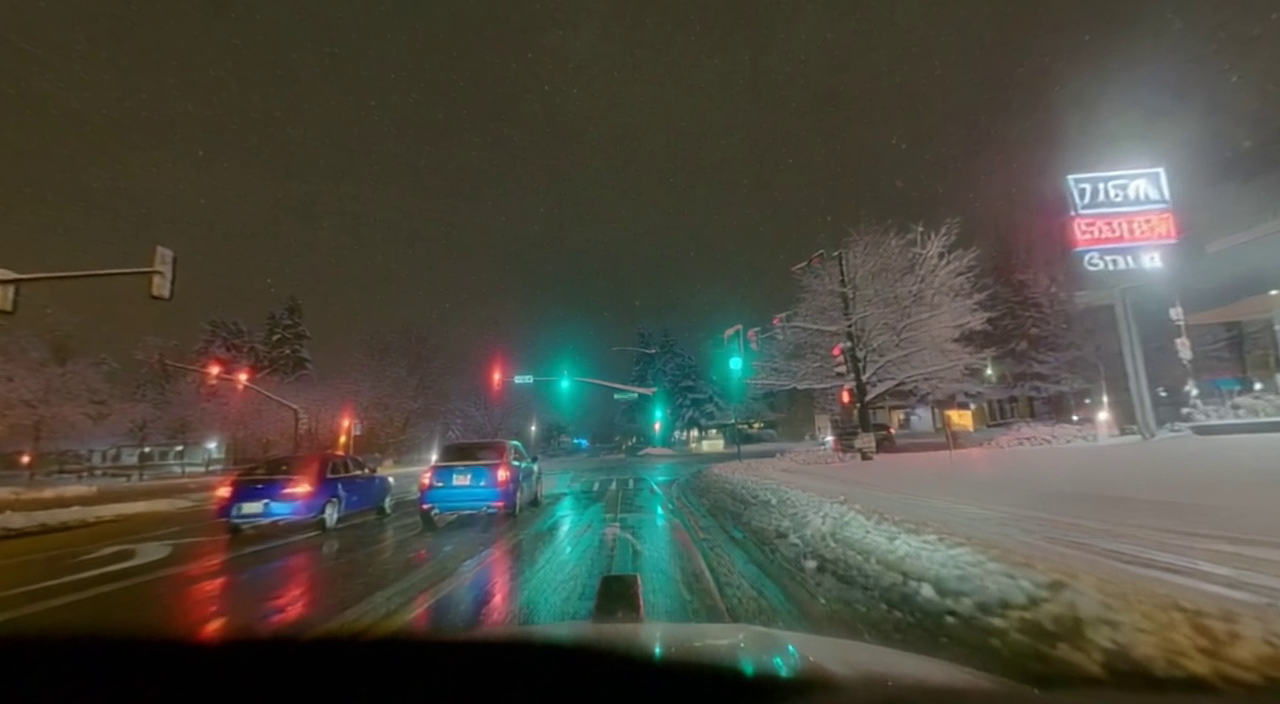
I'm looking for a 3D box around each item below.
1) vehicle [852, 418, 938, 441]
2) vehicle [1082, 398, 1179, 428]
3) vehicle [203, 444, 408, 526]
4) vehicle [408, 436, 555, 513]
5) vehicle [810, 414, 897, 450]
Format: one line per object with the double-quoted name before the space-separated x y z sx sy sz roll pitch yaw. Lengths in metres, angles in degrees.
"vehicle" 16.597 5.089 41.279 4.712 1.466 1.962 0 -9 -1
"vehicle" 32.178 4.015 41.510 4.630 1.824 2.031 0 -8 -2
"vehicle" -6.714 2.671 13.336 1.966 1.439 4.161 0 -8 1
"vehicle" -3.366 2.705 14.552 2.054 1.449 4.772 0 -8 1
"vehicle" 12.812 4.830 38.054 4.428 1.501 1.884 -7 -8 -2
